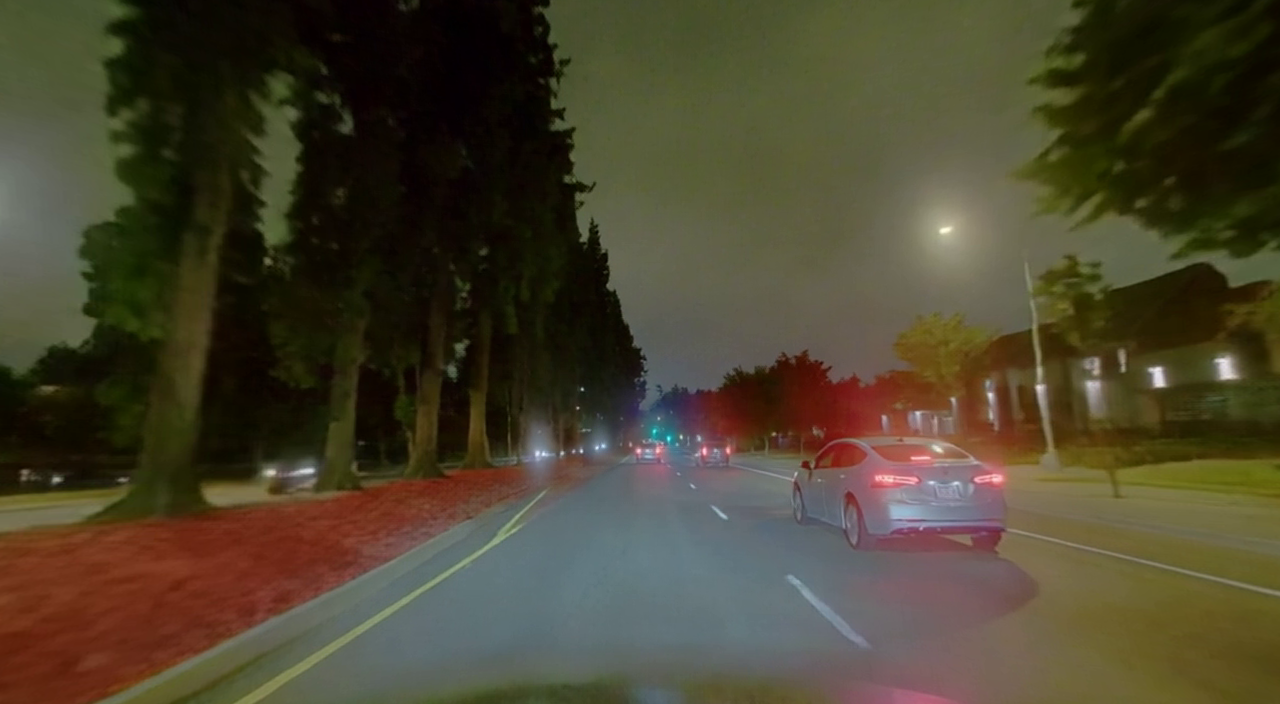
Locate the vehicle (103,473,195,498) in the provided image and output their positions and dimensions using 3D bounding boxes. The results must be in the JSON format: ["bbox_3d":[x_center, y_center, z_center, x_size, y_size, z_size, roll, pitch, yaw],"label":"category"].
[{"bbox_3d":[-31.595,8.610,40.727,4.432,1.484,1.839,-1,-9,3],"label":"vehicle"}]

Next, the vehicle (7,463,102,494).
[{"bbox_3d":[-44.701,9.679,48.290,5.033,2.130,2.084,1,-9,0],"label":"vehicle"}]

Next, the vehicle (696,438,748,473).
[{"bbox_3d":[4.094,5.292,32.390,2.074,1.652,4.340,0,-8,0],"label":"vehicle"}]

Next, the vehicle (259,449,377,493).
[{"bbox_3d":[-12.282,4.543,24.565,2.063,1.485,4.756,0,-8,0],"label":"vehicle"}]

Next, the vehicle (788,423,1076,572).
[{"bbox_3d":[3.550,1.833,8.738,1.985,1.529,4.147,0,-8,0],"label":"vehicle"}]

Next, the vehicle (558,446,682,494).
[{"bbox_3d":[-0.676,4.303,23.169,4.279,1.438,2.037,-3,-10,4],"label":"vehicle"}]
